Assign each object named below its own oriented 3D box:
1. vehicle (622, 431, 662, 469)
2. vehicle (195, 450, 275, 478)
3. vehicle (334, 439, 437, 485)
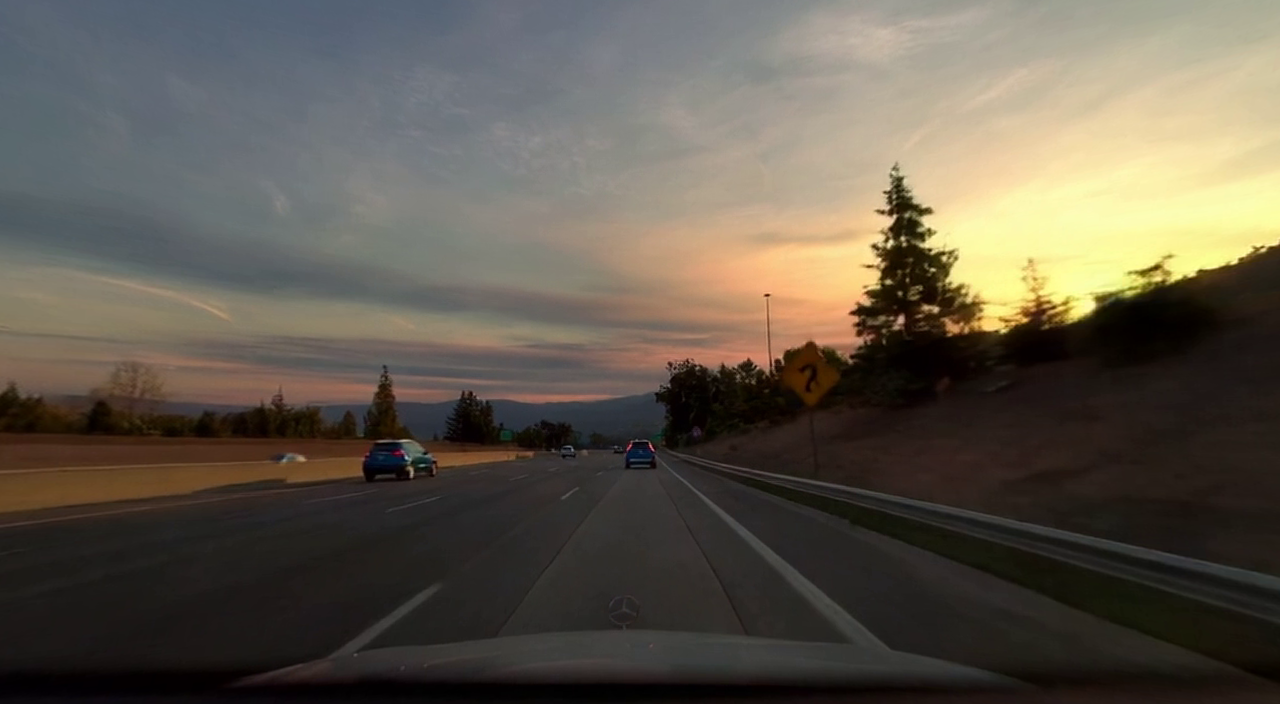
[{"bbox_3d":[0.144,5.988,38.722,2.318,2.145,4.561,0,-8,0],"label":"vehicle"},{"bbox_3d":[-23.770,6.552,37.206,2.104,1.526,3.825,0,-8,1],"label":"vehicle"},{"bbox_3d":[-10.163,4.416,25.647,2.037,1.661,4.885,0,-8,1],"label":"vehicle"}]
